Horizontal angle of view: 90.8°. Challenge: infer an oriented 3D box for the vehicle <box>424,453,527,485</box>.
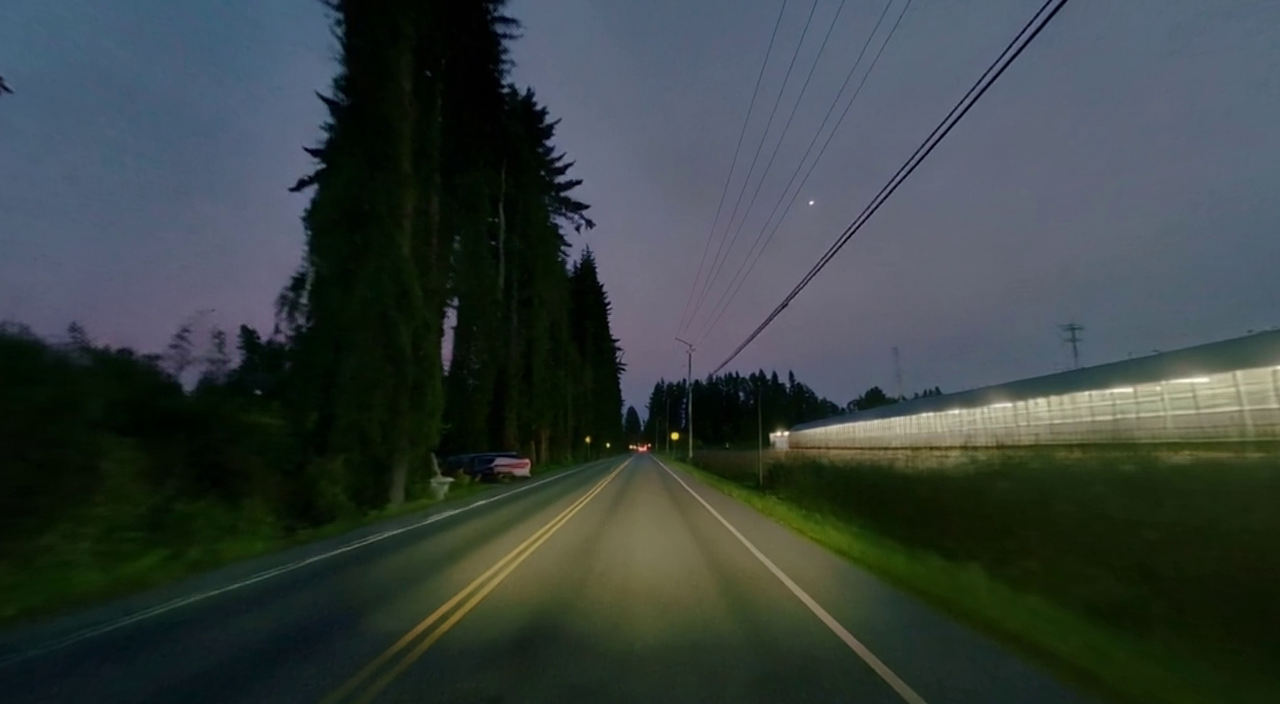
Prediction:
[{"bbox_3d":[-8.115,5.816,31.456,4.525,1.499,1.934,0,-8,1],"label":"vehicle"}]
